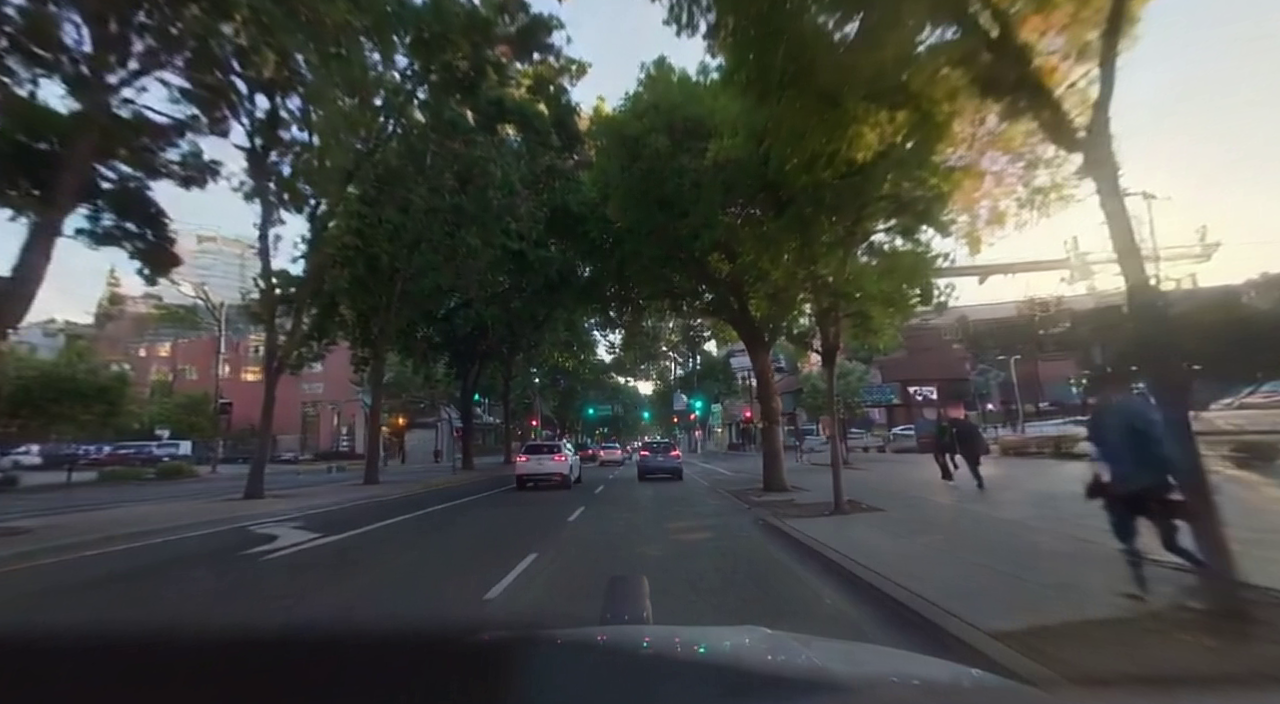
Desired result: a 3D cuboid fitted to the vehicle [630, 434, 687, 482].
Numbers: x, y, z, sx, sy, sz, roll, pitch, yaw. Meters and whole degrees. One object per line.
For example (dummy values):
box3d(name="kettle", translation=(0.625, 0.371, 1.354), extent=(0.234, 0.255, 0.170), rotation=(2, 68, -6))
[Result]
box3d(name="vehicle", translation=(0.697, 4.239, 25.415), extent=(2.120, 1.758, 3.917), rotation=(0, -8, 1))

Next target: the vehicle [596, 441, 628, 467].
box3d(name="vehicle", translation=(-2.107, 7.801, 48.409), extent=(2.220, 1.847, 4.587), rotation=(0, -8, 0))

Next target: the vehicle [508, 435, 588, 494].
box3d(name="vehicle", translation=(-2.906, 3.625, 20.681), extent=(1.940, 1.722, 3.823), rotation=(0, -8, 2))
